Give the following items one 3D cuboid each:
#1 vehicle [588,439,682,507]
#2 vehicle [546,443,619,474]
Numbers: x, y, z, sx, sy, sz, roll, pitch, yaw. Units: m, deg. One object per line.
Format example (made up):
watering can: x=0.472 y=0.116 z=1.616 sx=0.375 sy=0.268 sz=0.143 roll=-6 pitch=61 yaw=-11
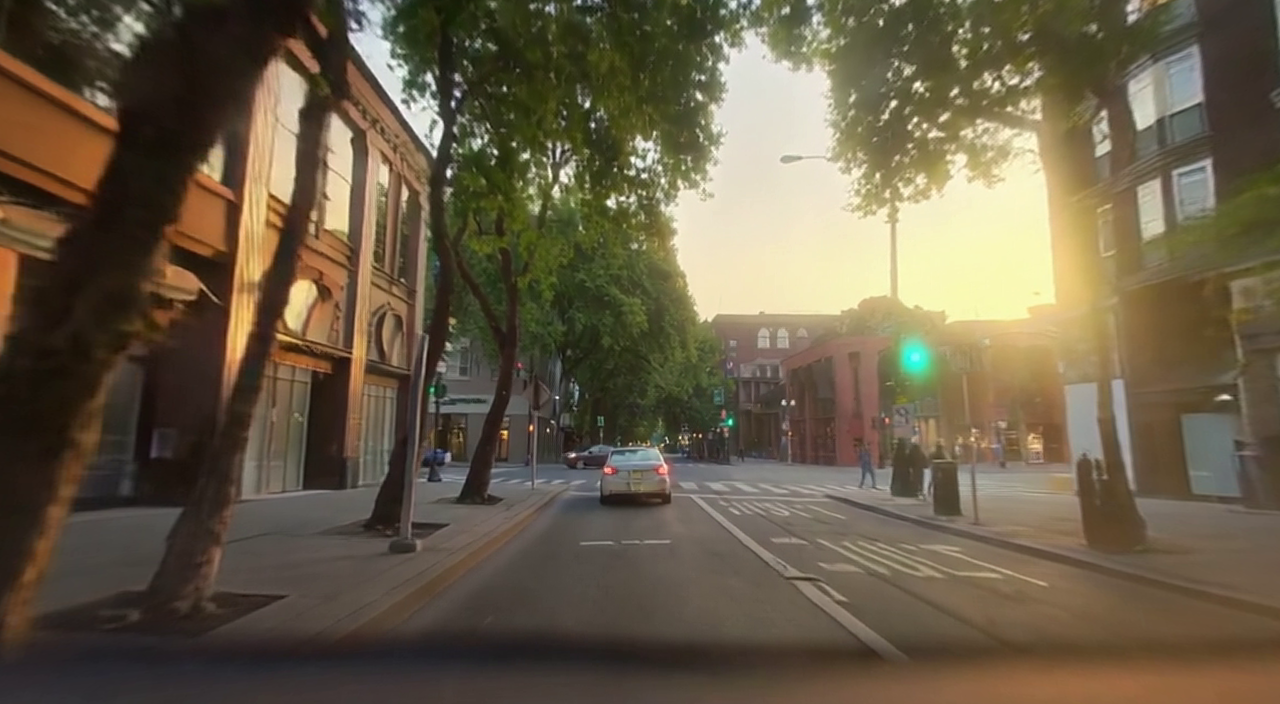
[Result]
vehicle: x=-0.146 y=3.057 z=16.440 sx=2.106 sy=1.482 sz=4.459 roll=0 pitch=-9 yaw=-1
vehicle: x=-3.124 y=5.581 z=33.283 sx=1.871 sy=1.468 sz=4.627 roll=5 pitch=-10 yaw=-33
